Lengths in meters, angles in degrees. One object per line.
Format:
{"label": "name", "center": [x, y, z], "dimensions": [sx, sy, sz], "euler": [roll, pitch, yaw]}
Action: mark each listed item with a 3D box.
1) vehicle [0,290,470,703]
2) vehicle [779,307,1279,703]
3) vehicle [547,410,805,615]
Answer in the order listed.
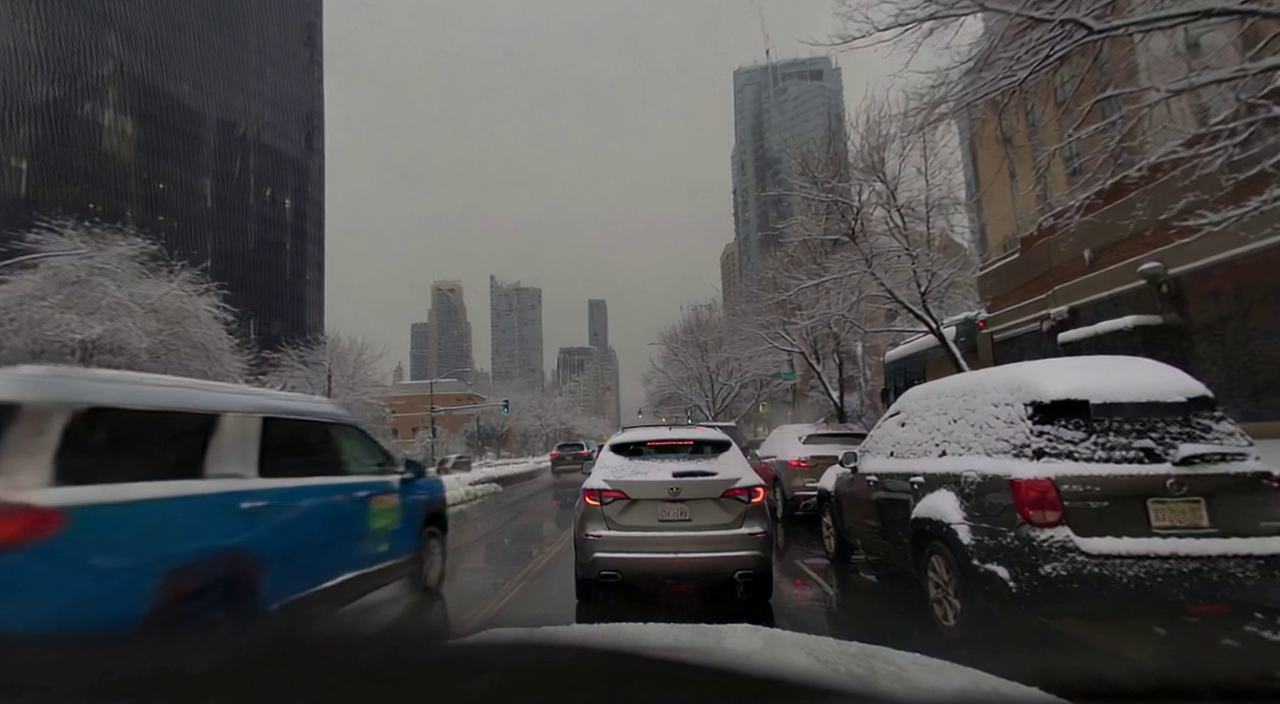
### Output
{"label": "vehicle", "center": [-3.203, 1.111, 4.494], "dimensions": [2.375, 1.847, 5.606], "euler": [0, -9, 0]}
{"label": "vehicle", "center": [2.739, 1.090, 4.909], "dimensions": [2.117, 1.855, 4.794], "euler": [0, -9, -1]}
{"label": "vehicle", "center": [0.229, 1.548, 6.878], "dimensions": [2.045, 1.608, 3.573], "euler": [0, -9, -2]}
